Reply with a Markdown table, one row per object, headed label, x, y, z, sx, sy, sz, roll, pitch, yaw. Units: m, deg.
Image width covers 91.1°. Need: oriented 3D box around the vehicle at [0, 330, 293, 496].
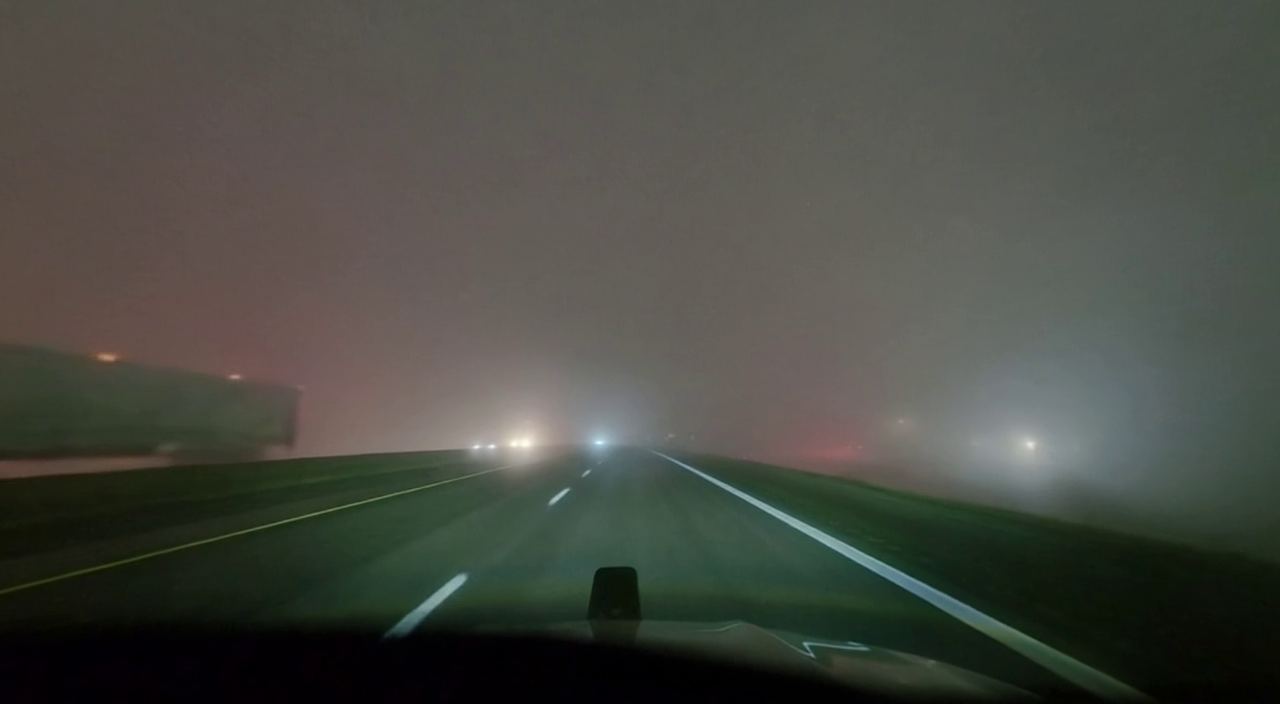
| label | x | y | z | sx | sy | sz | roll | pitch | yaw |
| --- | --- | --- | --- | --- | --- | --- | --- | --- | --- |
| vehicle | -16.954 | 2.100 | 19.323 | 3.459 | 3.900 | 16.947 | -2 | -8 | -1 |
